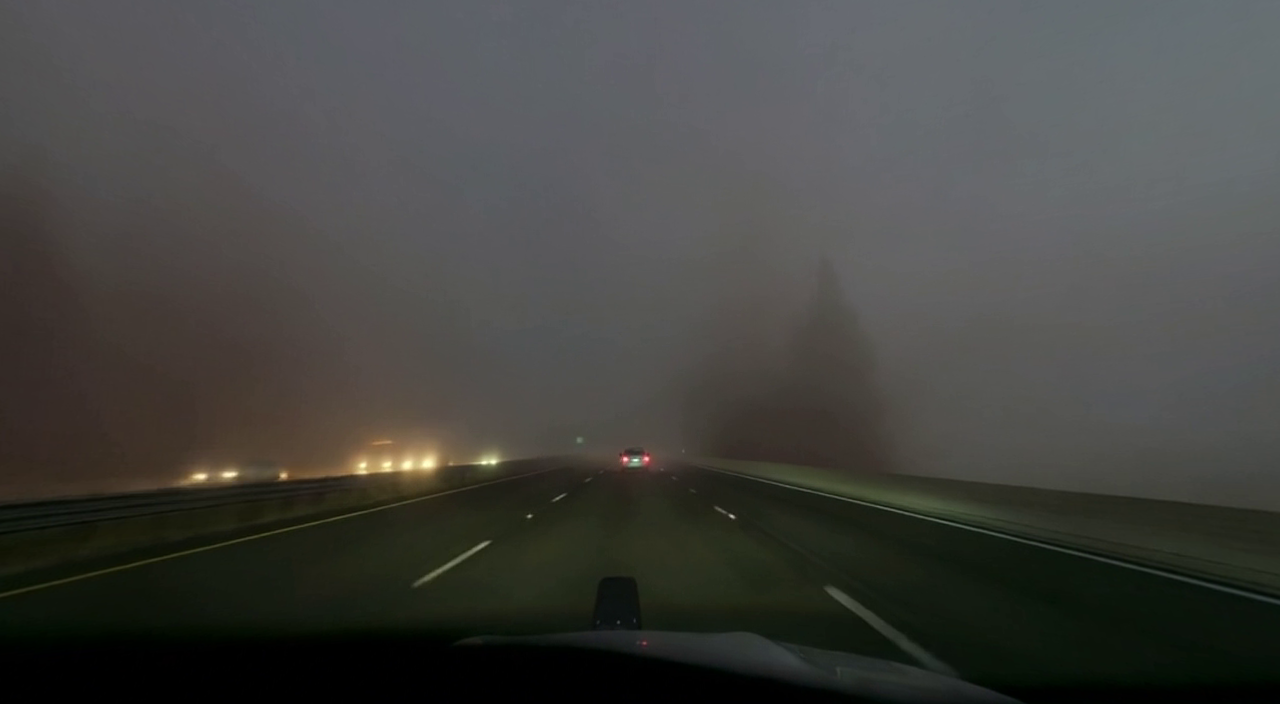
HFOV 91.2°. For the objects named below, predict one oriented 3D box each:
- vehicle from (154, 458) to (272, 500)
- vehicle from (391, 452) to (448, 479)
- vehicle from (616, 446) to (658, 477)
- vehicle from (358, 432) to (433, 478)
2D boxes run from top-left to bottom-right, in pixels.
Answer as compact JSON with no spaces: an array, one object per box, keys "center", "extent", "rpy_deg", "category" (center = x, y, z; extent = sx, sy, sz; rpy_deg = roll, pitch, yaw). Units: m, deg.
[{"center":[-16.863,5.009,25.041],"extent":[1.800,1.480,4.096],"rpy_deg":[0,-9,0],"category":"vehicle"},{"center":[-12.851,6.622,36.786],"extent":[1.903,1.495,3.908],"rpy_deg":[0,-9,0],"category":"vehicle"},{"center":[-0.193,5.838,33.628],"extent":[2.095,1.537,4.017],"rpy_deg":[0,-9,-1],"category":"vehicle"},{"center":[-17.353,7.331,44.965],"extent":[2.645,3.018,6.446],"rpy_deg":[-1,-9,1],"category":"vehicle"}]
